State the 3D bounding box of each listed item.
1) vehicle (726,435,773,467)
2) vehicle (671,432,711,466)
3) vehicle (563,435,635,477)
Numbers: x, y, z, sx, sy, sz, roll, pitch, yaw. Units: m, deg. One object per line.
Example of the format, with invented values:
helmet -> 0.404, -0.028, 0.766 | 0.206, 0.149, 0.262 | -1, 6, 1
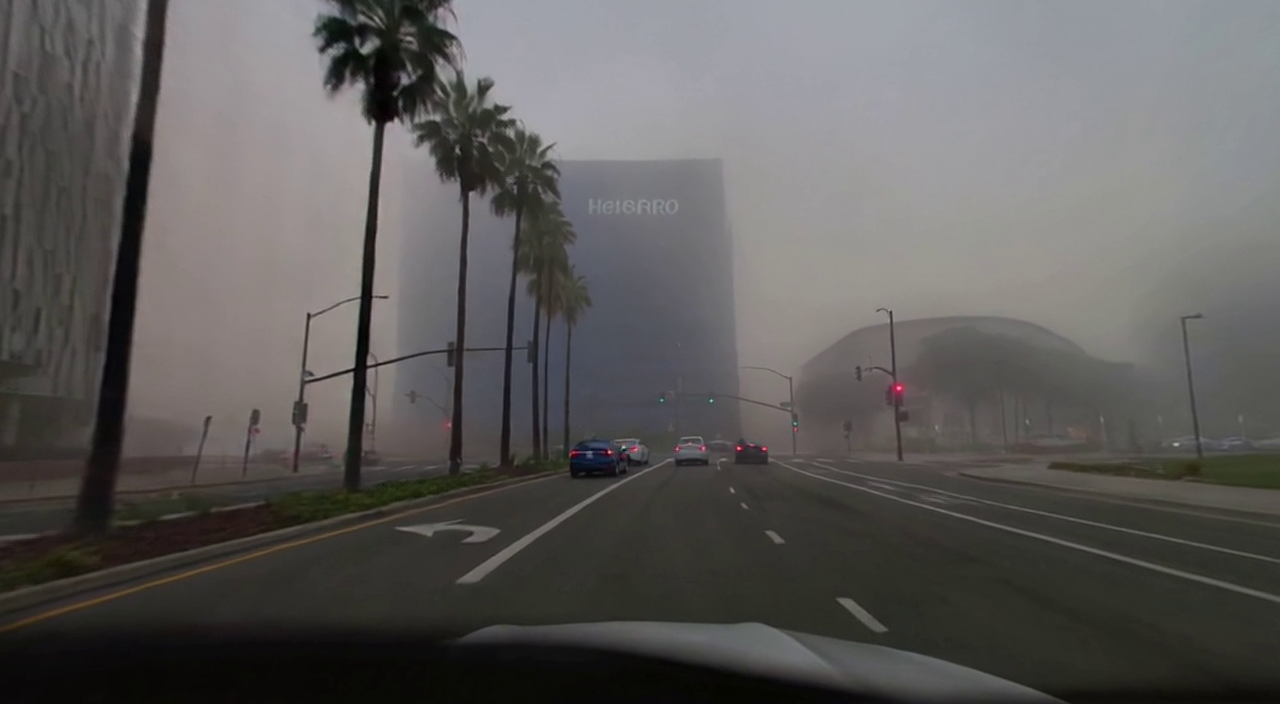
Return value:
vehicle -> 5.653, 5.128, 32.941 | 1.936, 1.567, 3.896 | 0, -8, 3
vehicle -> 2.863, 5.325, 34.808 | 2.060, 1.730, 4.257 | -1, -8, 6
vehicle -> -1.462, 4.022, 24.718 | 1.962, 1.480, 4.605 | -1, -8, 7
